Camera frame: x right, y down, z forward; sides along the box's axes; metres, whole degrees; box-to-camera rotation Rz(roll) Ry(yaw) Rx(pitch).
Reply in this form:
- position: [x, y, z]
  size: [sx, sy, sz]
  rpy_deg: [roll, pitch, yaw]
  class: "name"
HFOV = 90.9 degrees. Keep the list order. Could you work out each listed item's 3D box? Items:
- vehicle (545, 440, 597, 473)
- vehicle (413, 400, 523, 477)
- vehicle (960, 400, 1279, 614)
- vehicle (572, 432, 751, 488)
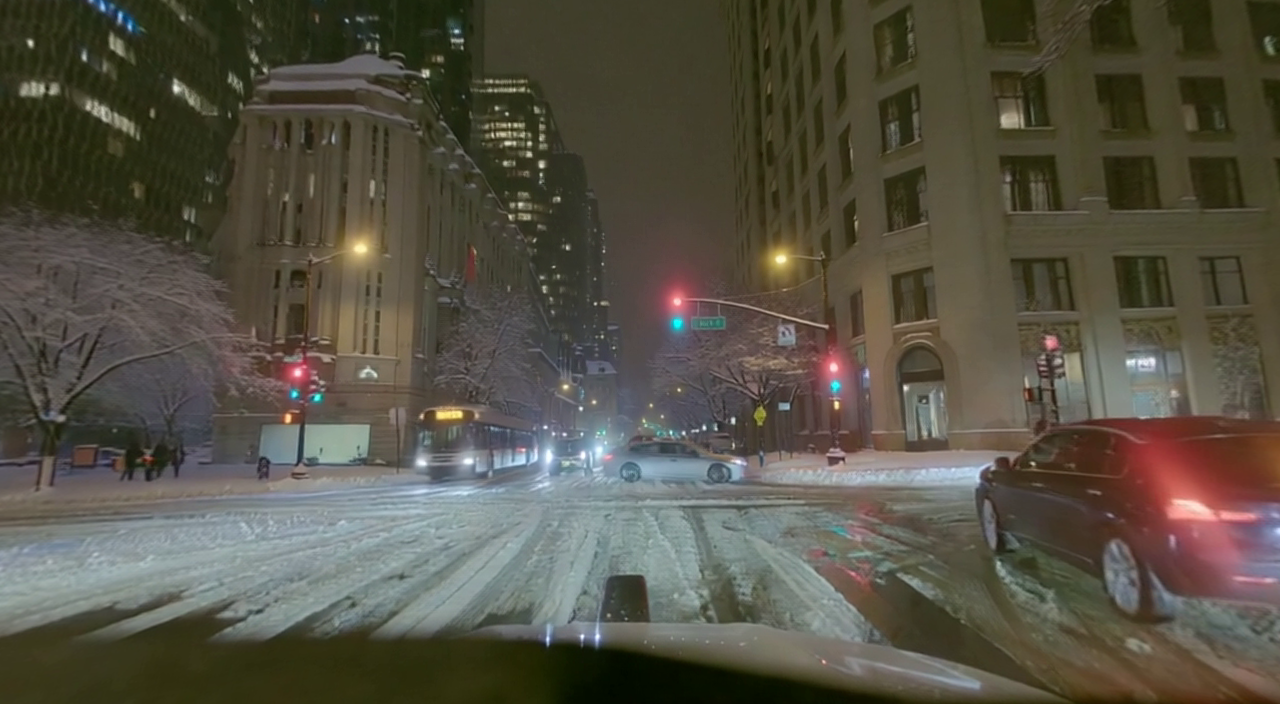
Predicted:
- position: [-3.163, 4.878, 29.730]
  size: [1.904, 1.402, 4.759]
  rpy_deg: [0, -8, 0]
  class: "vehicle"
- position: [-8.675, 4.636, 33.483]
  size: [2.916, 3.427, 10.189]
  rpy_deg: [0, -8, 1]
  class: "vehicle"
- position: [4.966, 1.398, 6.563]
  size: [2.006, 1.495, 4.271]
  rpy_deg: [-2, -9, 15]
  class: "vehicle"
- position: [0.518, 3.301, 19.470]
  size: [5.388, 1.465, 2.050]
  rpy_deg: [-8, -10, 40]
  class: "vehicle"
